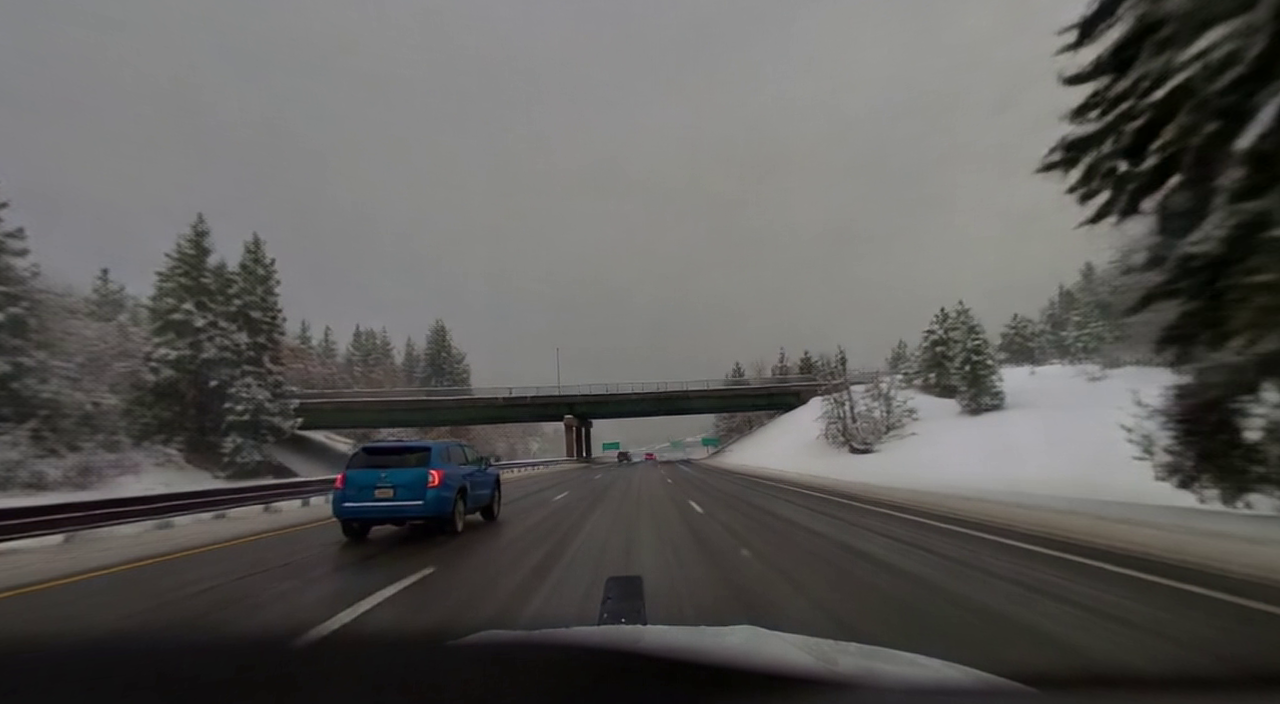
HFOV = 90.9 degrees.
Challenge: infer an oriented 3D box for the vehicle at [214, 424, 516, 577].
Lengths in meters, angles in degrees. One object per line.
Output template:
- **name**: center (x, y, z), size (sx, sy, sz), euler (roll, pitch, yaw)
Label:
- **vehicle**: center (-3.466, 1.989, 9.313), size (2.274, 1.628, 4.807), euler (0, -9, 0)
